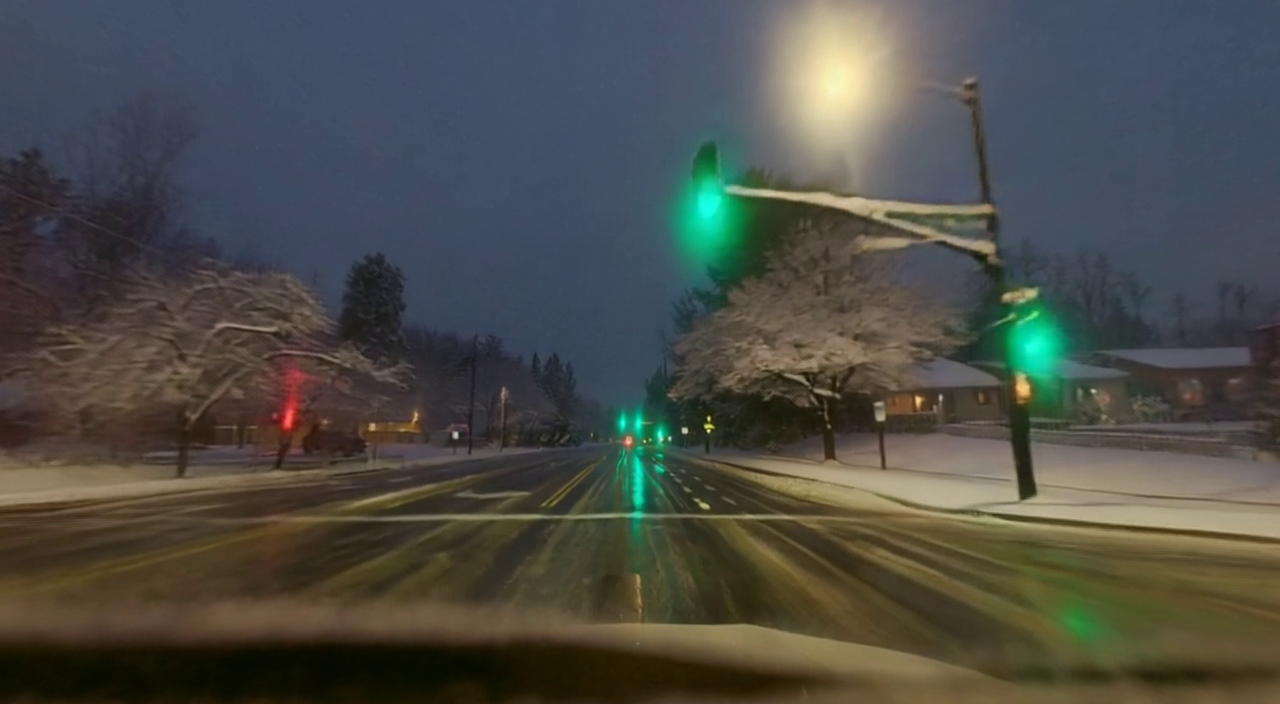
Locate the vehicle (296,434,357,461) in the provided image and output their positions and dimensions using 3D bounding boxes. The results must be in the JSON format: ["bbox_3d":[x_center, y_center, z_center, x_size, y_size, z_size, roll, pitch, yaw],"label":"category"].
[{"bbox_3d":[-23.824,7.257,48.300,2.192,1.901,5.889,1,-8,-7],"label":"vehicle"}]
